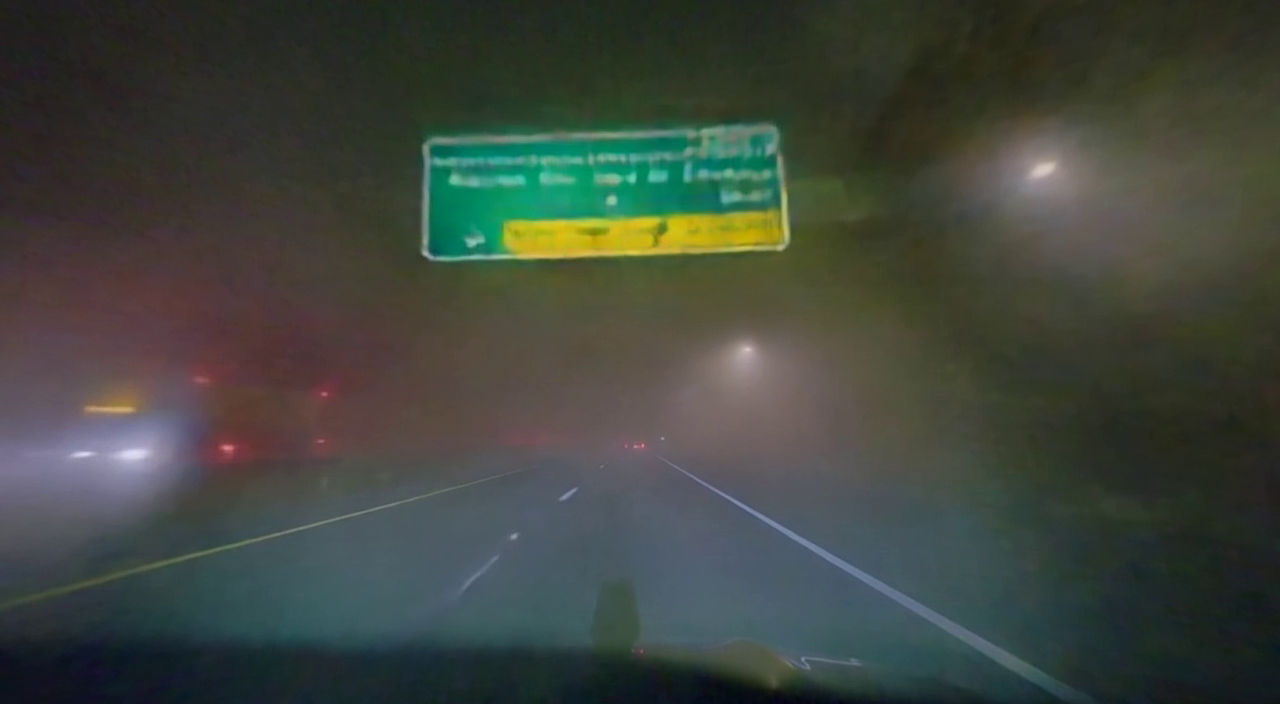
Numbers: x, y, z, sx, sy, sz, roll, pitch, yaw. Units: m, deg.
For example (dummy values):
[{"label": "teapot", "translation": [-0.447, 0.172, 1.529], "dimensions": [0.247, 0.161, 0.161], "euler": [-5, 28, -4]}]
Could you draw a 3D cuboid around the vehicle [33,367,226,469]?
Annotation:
[{"label": "vehicle", "translation": [-21.566, 2.942, 27.183], "dimensions": [3.243, 3.864, 5.872], "euler": [0, -8, 0]}]
